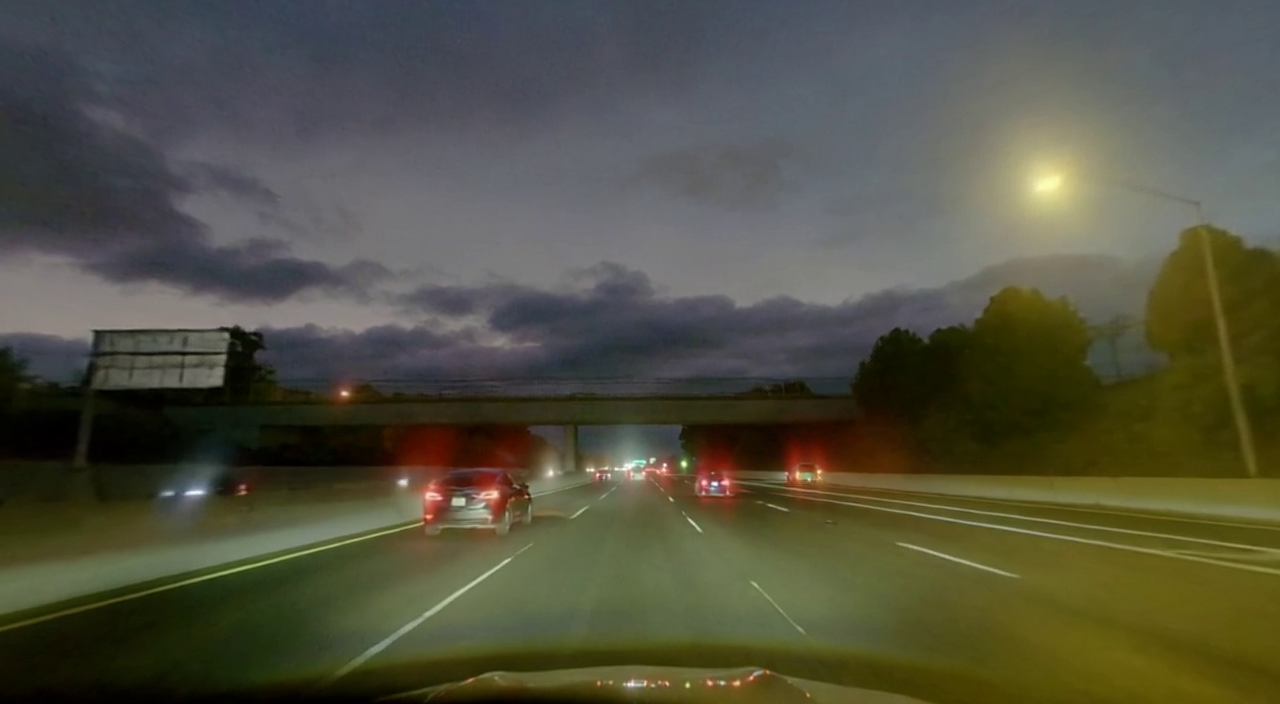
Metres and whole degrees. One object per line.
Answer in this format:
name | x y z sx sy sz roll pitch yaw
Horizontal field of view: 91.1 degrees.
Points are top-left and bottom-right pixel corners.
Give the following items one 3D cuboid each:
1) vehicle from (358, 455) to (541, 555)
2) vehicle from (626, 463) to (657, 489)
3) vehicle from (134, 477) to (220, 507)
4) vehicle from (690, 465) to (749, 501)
vehicle | -3.331 2.801 12.054 2.099 1.516 4.308 1 -10 1
vehicle | 0.122 8.925 45.338 2.181 1.698 4.056 1 -10 0
vehicle | -25.755 7.784 35.105 1.784 1.459 3.728 0 -10 2
vehicle | 3.615 6.055 29.291 2.092 1.518 4.348 1 -10 -1
